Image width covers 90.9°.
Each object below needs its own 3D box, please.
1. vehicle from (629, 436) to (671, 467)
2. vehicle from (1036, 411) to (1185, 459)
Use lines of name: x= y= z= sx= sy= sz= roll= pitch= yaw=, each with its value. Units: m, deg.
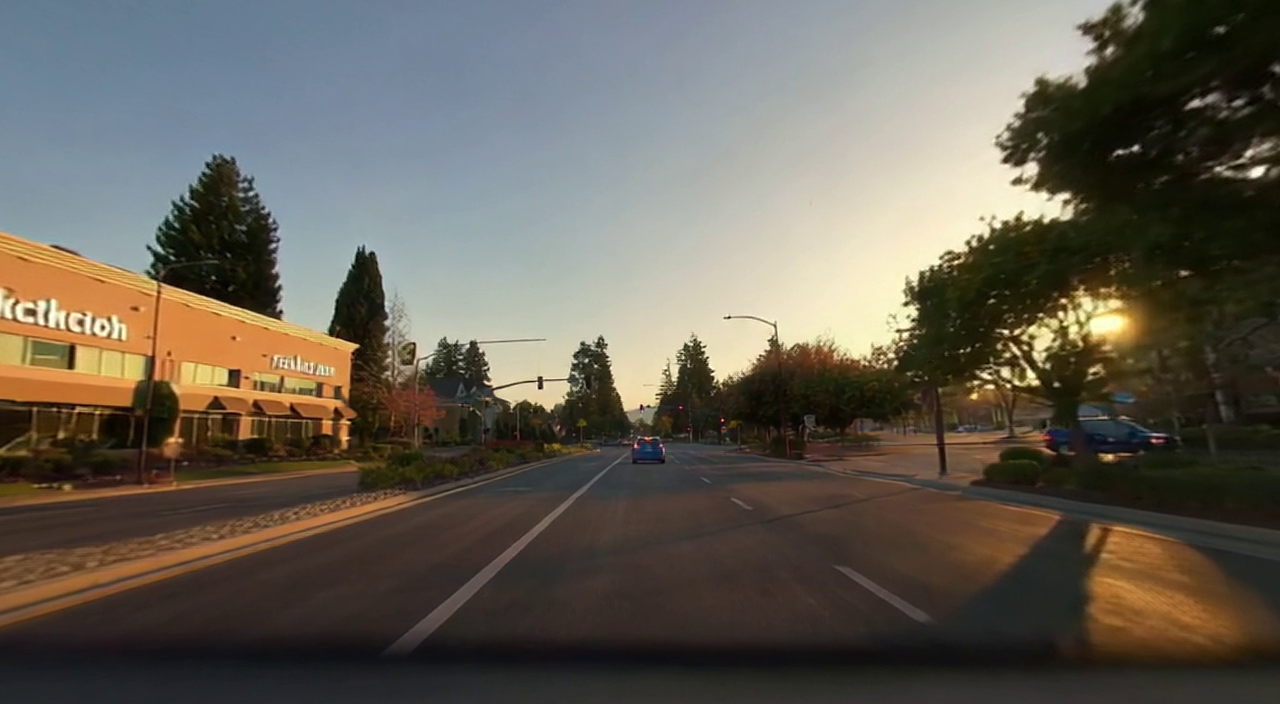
vehicle: x=0.431 y=5.141 z=32.797 sx=2.028 sy=1.478 sz=4.545 roll=0 pitch=-8 yaw=-1
vehicle: x=23.497 y=4.271 z=32.044 sx=2.647 sy=2.185 sz=6.556 roll=-1 pitch=-8 yaw=2
